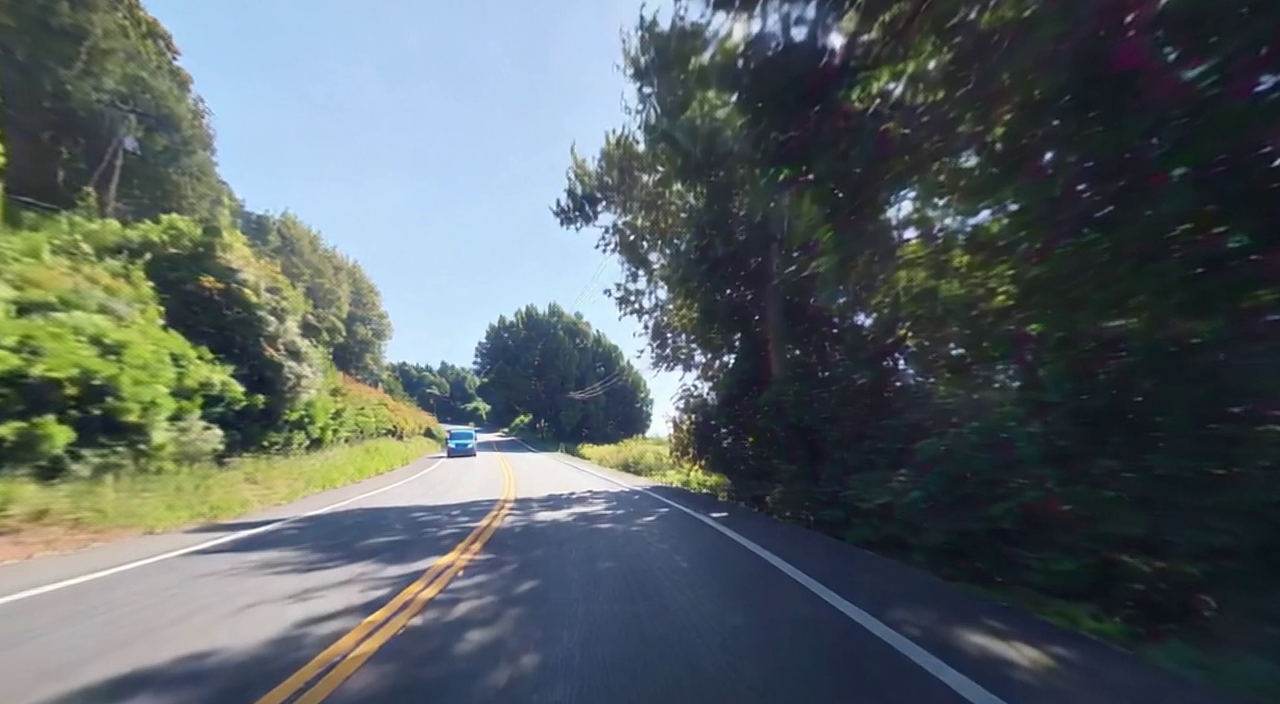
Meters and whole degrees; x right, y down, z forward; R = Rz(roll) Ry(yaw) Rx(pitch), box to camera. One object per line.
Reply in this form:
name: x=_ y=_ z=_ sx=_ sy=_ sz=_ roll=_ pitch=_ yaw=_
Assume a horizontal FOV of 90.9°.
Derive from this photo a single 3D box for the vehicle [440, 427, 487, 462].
vehicle: x=-10.299 y=5.443 z=37.083 sx=2.213 sy=1.882 sz=4.693 roll=2 pitch=-8 yaw=-11
